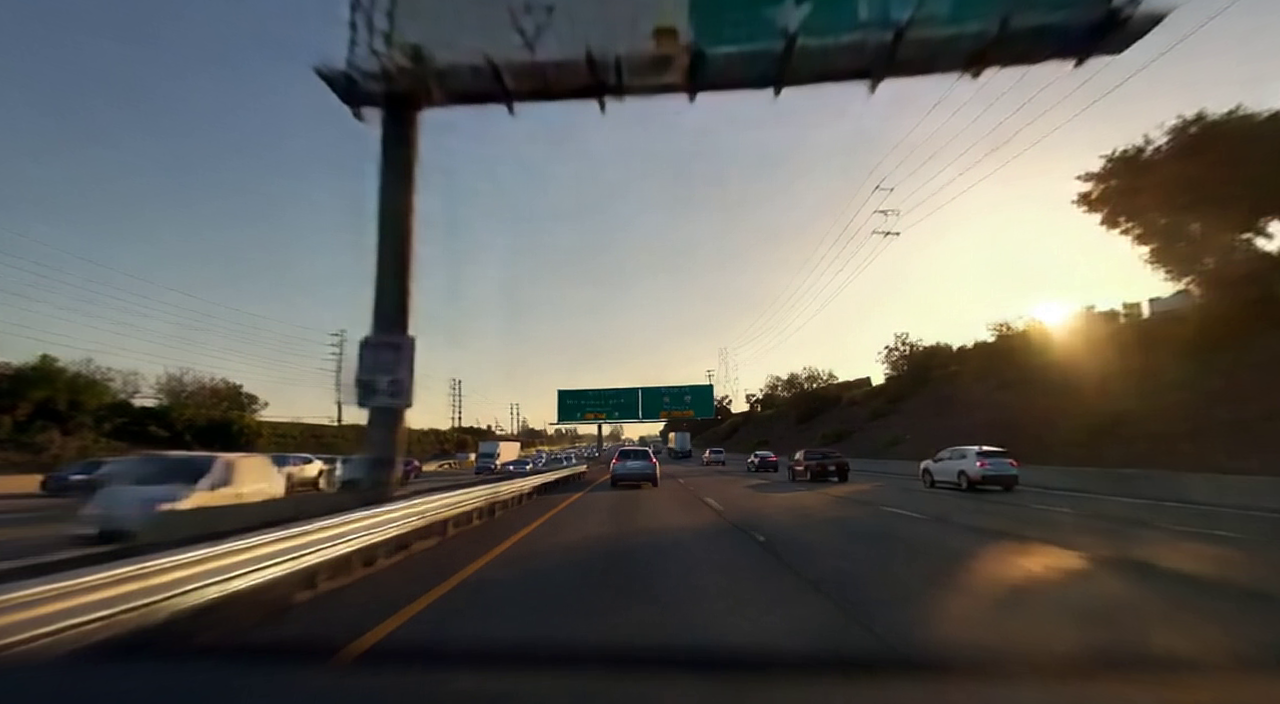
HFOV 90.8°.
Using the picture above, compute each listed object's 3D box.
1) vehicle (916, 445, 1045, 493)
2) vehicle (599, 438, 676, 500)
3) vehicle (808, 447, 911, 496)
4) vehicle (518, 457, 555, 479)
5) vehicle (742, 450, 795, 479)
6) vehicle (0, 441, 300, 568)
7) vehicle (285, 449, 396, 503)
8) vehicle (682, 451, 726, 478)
[{"bbox_3d":[11.583,3.978,21.902,1.901,1.485,4.483,0,-9,-1],"label":"vehicle"},{"bbox_3d":[-0.093,3.826,21.118,2.298,1.809,4.359,0,-9,0],"label":"vehicle"},{"bbox_3d":[7.356,4.015,21.687,1.958,1.473,4.201,0,-9,-1],"label":"vehicle"},{"bbox_3d":[-7.672,8.626,47.279,1.937,1.477,4.561,0,-9,2],"label":"vehicle"},{"bbox_3d":[7.106,6.245,35.373,1.934,1.461,4.368,0,-9,-2],"label":"vehicle"},{"bbox_3d":[-7.879,2.297,10.410,2.004,1.596,4.520,0,-9,0],"label":"vehicle"},{"bbox_3d":[-10.921,4.499,23.450,1.955,1.758,4.486,0,-9,-1],"label":"vehicle"},{"bbox_3d":[3.773,6.665,37.730,2.115,1.481,3.968,0,-9,-1],"label":"vehicle"}]
